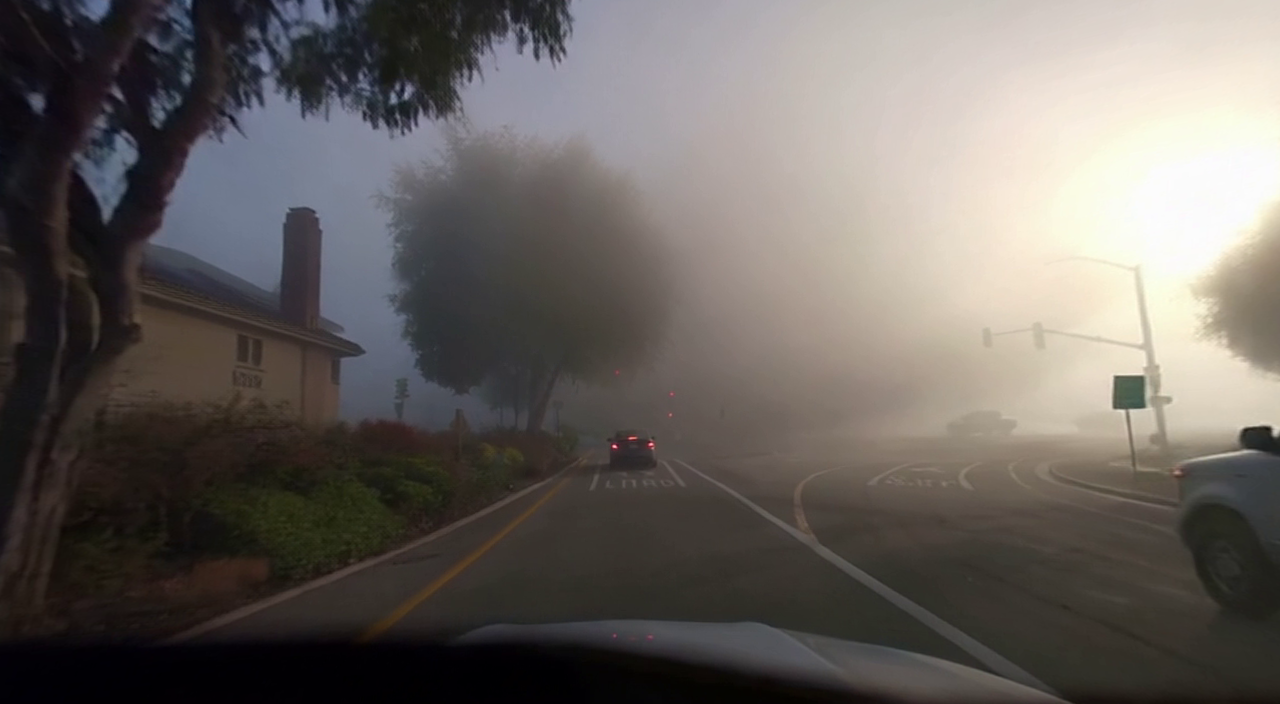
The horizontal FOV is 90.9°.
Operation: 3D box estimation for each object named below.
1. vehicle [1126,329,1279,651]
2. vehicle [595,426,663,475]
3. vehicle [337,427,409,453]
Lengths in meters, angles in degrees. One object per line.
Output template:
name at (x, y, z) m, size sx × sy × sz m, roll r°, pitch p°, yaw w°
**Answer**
vehicle at (4.664, 0.609, 2.278) m, size 2.084 × 1.870 × 5.068 m, roll -1°, pitch -8°, yaw 5°
vehicle at (-0.362, 3.299, 21.388) m, size 2.056 × 1.473 × 4.380 m, roll 0°, pitch -8°, yaw -1°
vehicle at (-18.574, 6.146, 44.025) m, size 4.200 × 1.639 × 1.844 m, roll -1°, pitch -8°, yaw -1°
